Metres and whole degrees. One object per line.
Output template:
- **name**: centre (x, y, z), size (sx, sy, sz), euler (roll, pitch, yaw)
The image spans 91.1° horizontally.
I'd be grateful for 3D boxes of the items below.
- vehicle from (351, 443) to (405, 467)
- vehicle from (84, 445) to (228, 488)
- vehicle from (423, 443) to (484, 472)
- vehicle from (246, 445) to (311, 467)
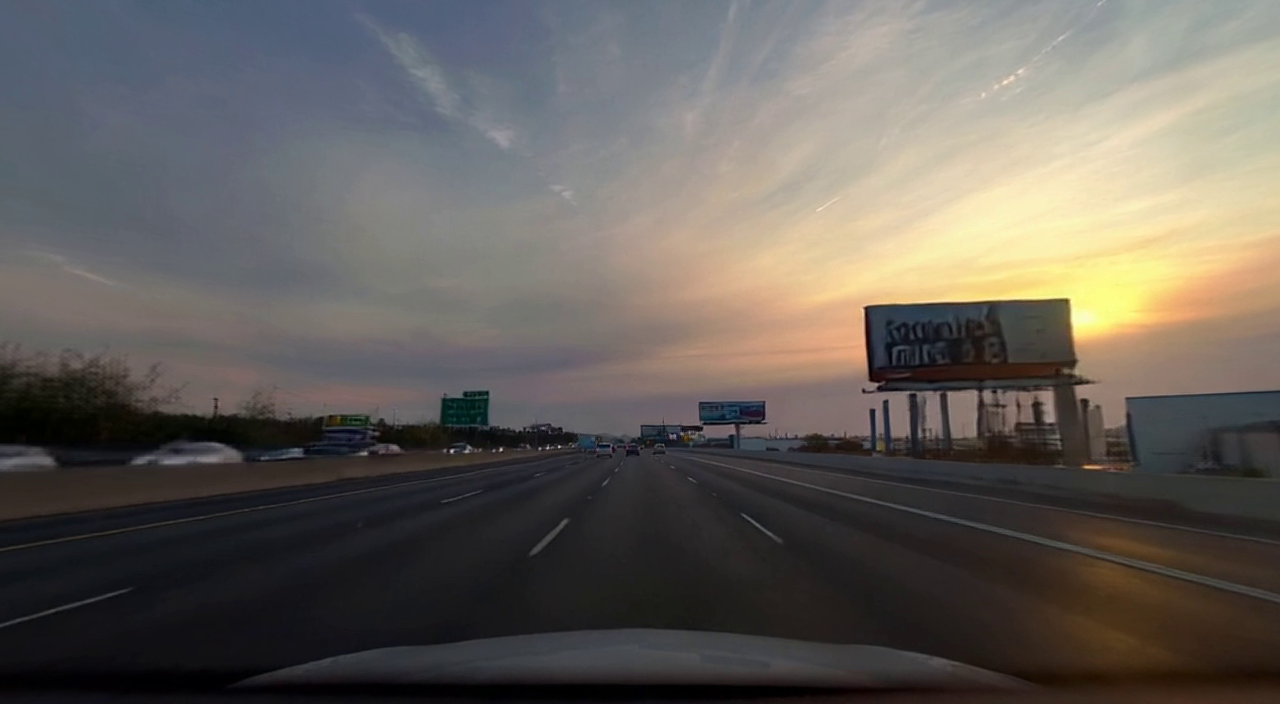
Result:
- **vehicle**: centre (-18.567, 7.316, 44.649), size (1.885, 1.613, 4.494), euler (0, -9, 0)
- **vehicle**: centre (-19.020, 4.476, 25.029), size (1.923, 1.529, 4.713), euler (0, -9, 1)
- **vehicle**: centre (-10.249, 5.818, 34.919), size (1.974, 1.513, 4.584), euler (0, -9, 0)
- **vehicle**: centre (-26.378, 7.578, 46.007), size (1.913, 1.522, 4.743), euler (0, -9, 0)
